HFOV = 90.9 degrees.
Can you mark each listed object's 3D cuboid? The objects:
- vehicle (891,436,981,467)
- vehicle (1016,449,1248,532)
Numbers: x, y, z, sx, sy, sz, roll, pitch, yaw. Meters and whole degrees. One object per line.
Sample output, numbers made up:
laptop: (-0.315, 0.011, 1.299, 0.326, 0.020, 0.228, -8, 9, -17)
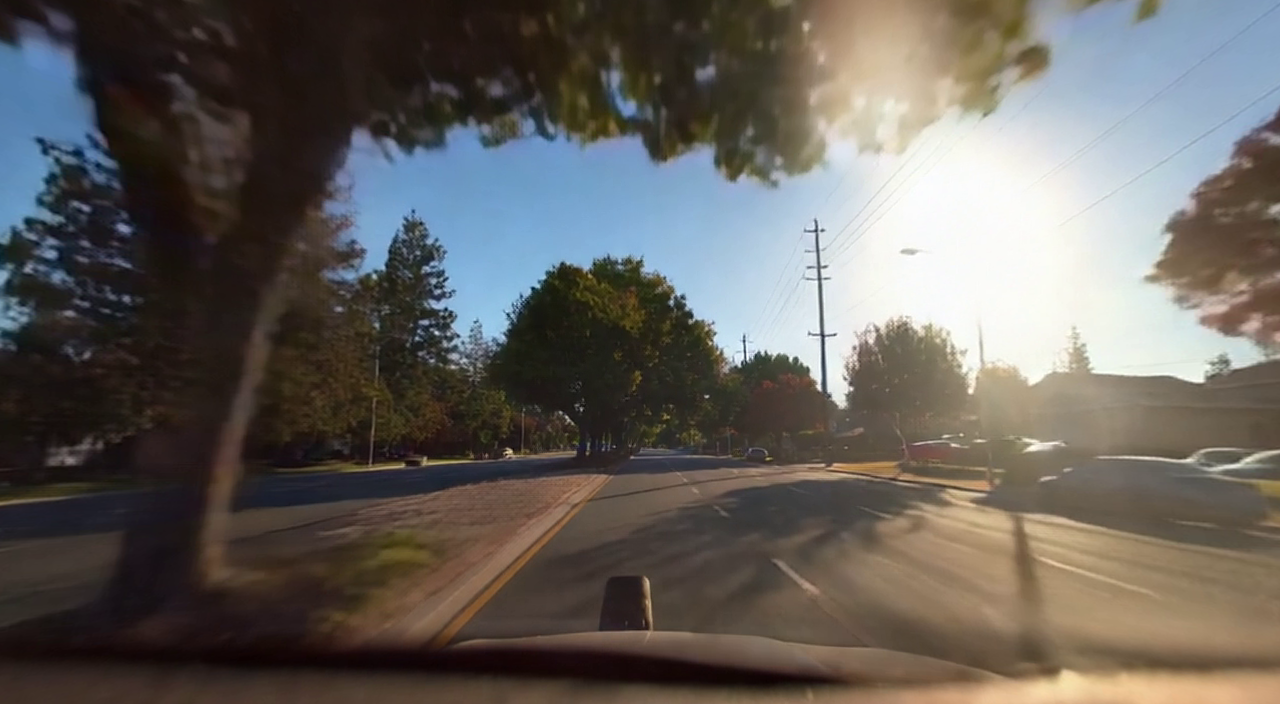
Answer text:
vehicle: (19.151, 6.448, 40.899, 4.655, 1.921, 2.231, 0, -8, -1)
vehicle: (11.478, 3.203, 15.296, 1.929, 1.489, 4.777, 4, -8, 2)
